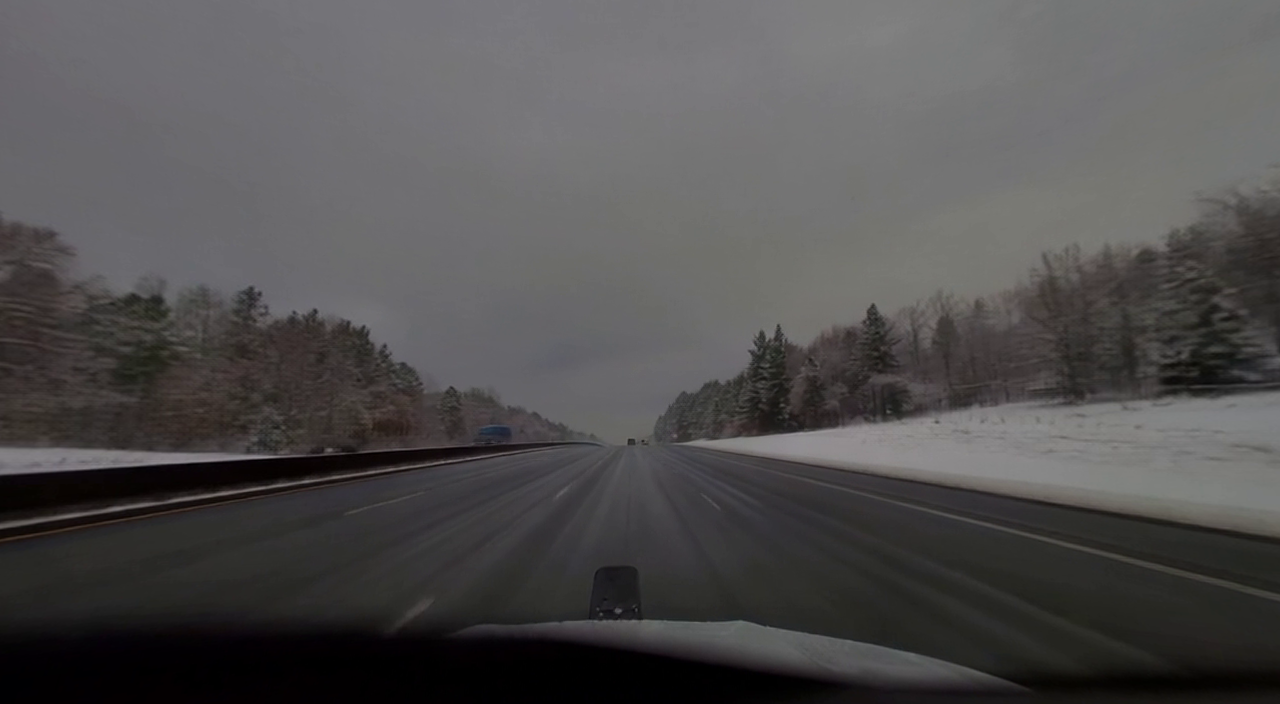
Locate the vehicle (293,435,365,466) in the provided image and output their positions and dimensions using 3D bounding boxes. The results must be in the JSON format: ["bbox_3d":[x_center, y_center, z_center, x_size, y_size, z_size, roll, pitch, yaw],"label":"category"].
[{"bbox_3d":[-16.380,5.180,33.332,1.902,1.512,4.009,0,-8,-2],"label":"vehicle"}]
